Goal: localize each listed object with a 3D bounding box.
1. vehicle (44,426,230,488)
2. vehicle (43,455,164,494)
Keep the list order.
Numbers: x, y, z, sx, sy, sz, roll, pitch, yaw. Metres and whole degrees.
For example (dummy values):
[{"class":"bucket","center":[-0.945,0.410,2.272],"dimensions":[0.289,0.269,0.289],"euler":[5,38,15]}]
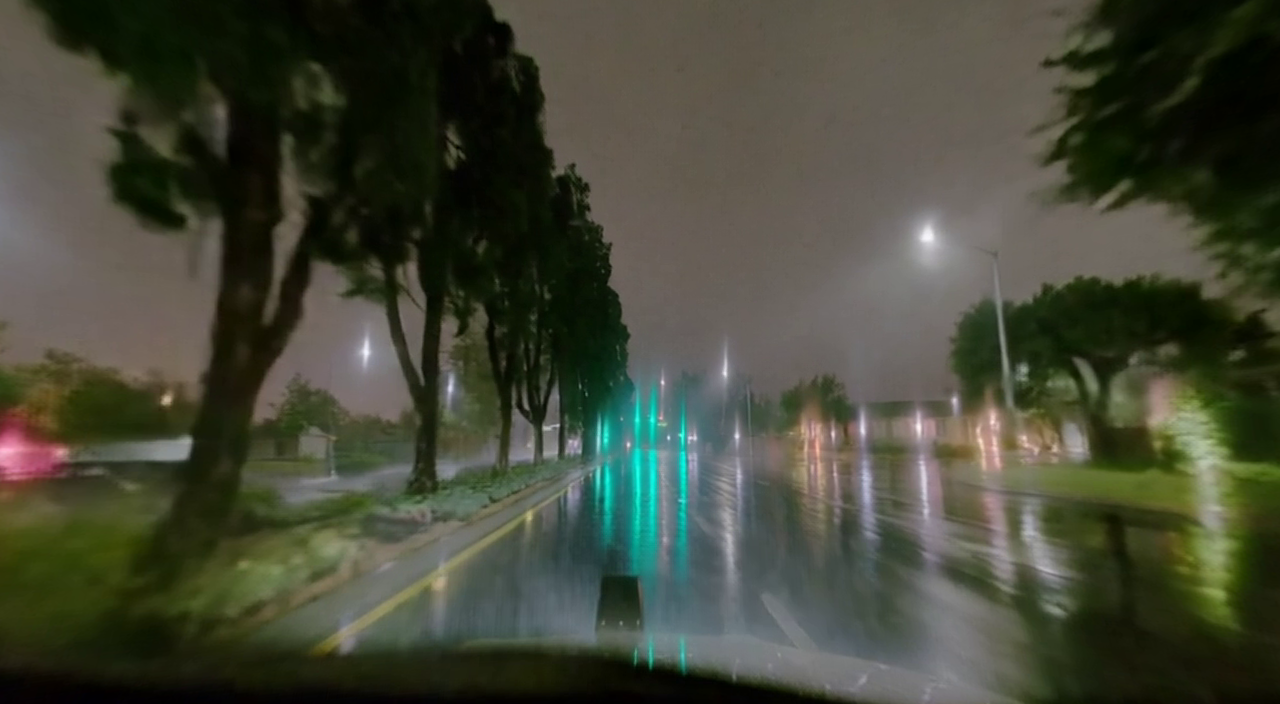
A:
[{"class":"vehicle","center":[-28.922,6.062,36.556],"dimensions":[8.492,3.055,3.116],"euler":[-4,-9,6]},{"class":"vehicle","center":[-26.131,5.946,30.911],"dimensions":[1.862,1.336,4.115],"euler":[-14,-11,31]}]
